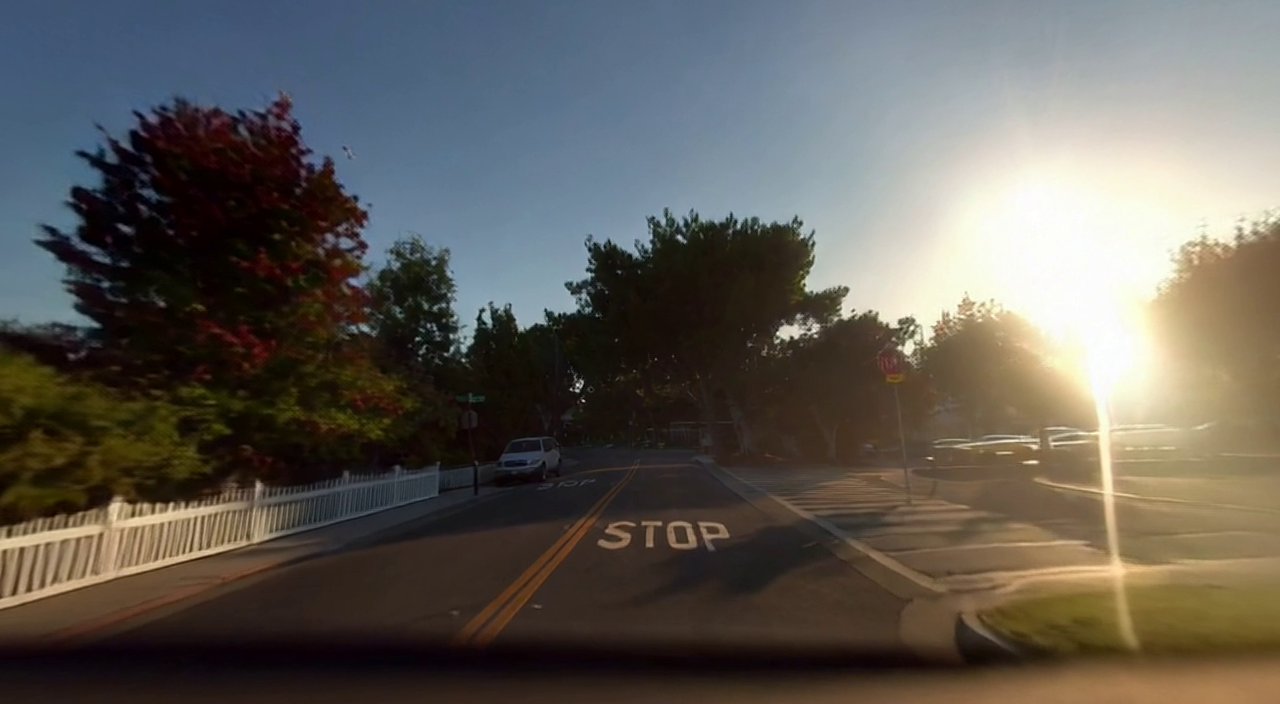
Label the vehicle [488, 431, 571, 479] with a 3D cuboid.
[{"bbox_3d":[-4.832,4.608,28.730,2.308,1.899,6.107,-1,-8,4],"label":"vehicle"}]
